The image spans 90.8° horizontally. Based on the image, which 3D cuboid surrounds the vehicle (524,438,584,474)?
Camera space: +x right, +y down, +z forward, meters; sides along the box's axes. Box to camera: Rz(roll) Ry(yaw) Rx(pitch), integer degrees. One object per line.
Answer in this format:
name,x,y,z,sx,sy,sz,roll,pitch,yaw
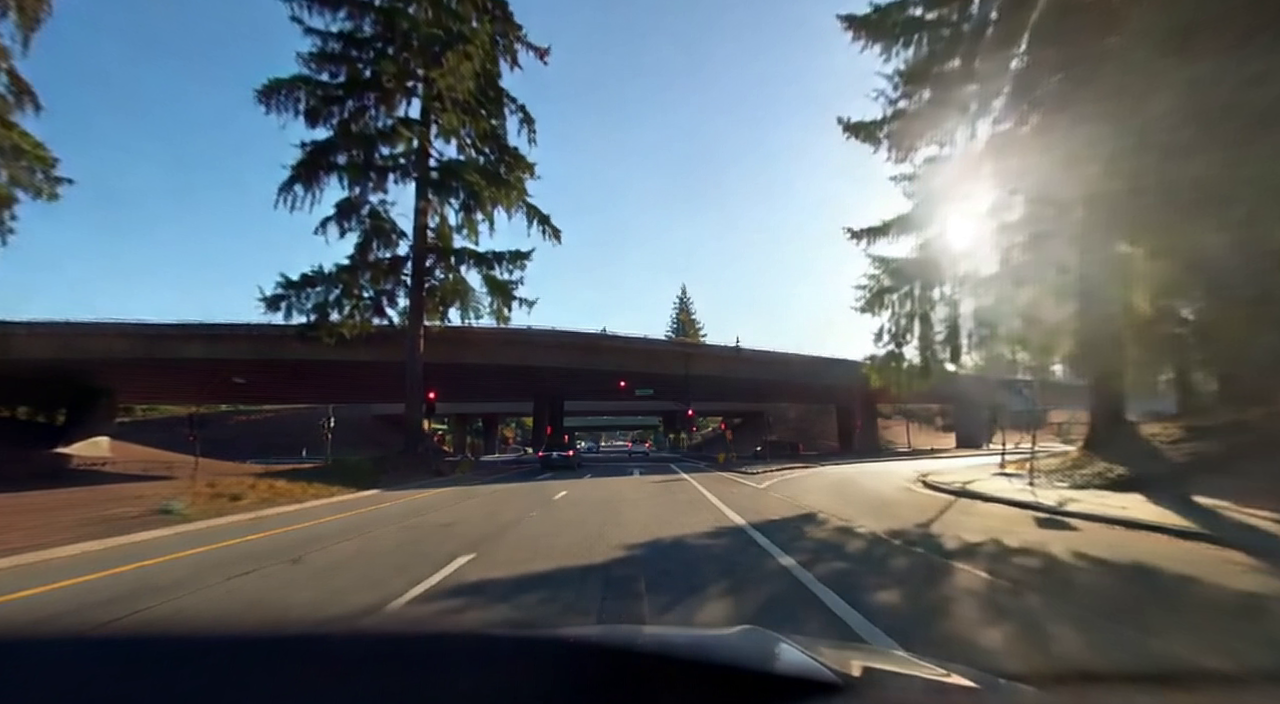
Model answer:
vehicle,-3.816,4.680,28.644,2.082,1.472,4.310,0,-9,0
